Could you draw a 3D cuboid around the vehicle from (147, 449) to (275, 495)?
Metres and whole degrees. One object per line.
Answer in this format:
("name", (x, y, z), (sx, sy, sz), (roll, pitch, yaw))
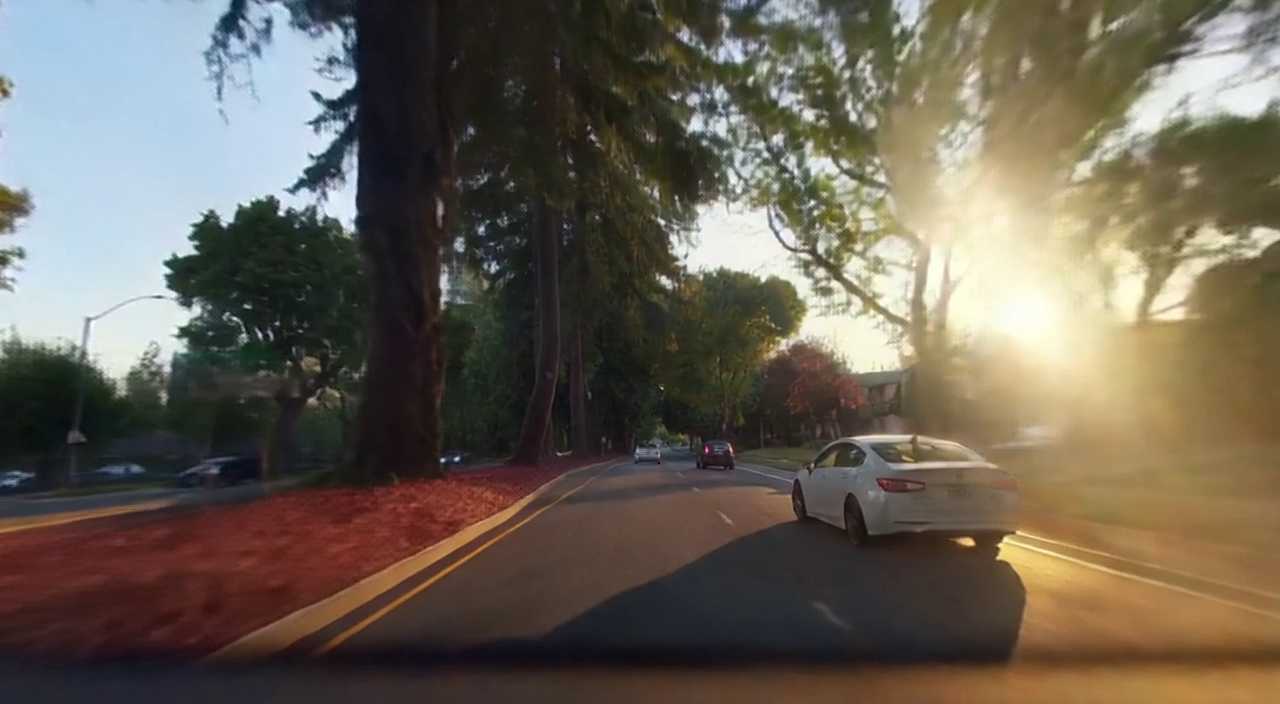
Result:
("vehicle", (-18.681, 5.208, 27.860), (2.085, 1.794, 4.776), (0, -9, 3))

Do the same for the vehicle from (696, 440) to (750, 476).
("vehicle", (4.033, 5.206, 31.309), (2.074, 1.652, 4.340), (0, -9, 0))

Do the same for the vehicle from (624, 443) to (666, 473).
("vehicle", (0.252, 5.610, 33.535), (2.082, 1.473, 4.028), (0, -9, 1))

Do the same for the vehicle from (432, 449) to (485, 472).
("vehicle", (-12.122, 7.250, 42.502), (2.063, 1.485, 4.756), (0, -9, 1))

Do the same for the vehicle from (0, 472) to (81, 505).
("vehicle", (-31.133, 6.878, 31.687), (4.279, 1.438, 2.037), (-3, -9, 2))

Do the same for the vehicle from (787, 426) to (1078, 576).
("vehicle", (3.495, 1.850, 8.637), (1.985, 1.529, 4.147), (0, -9, 0))
